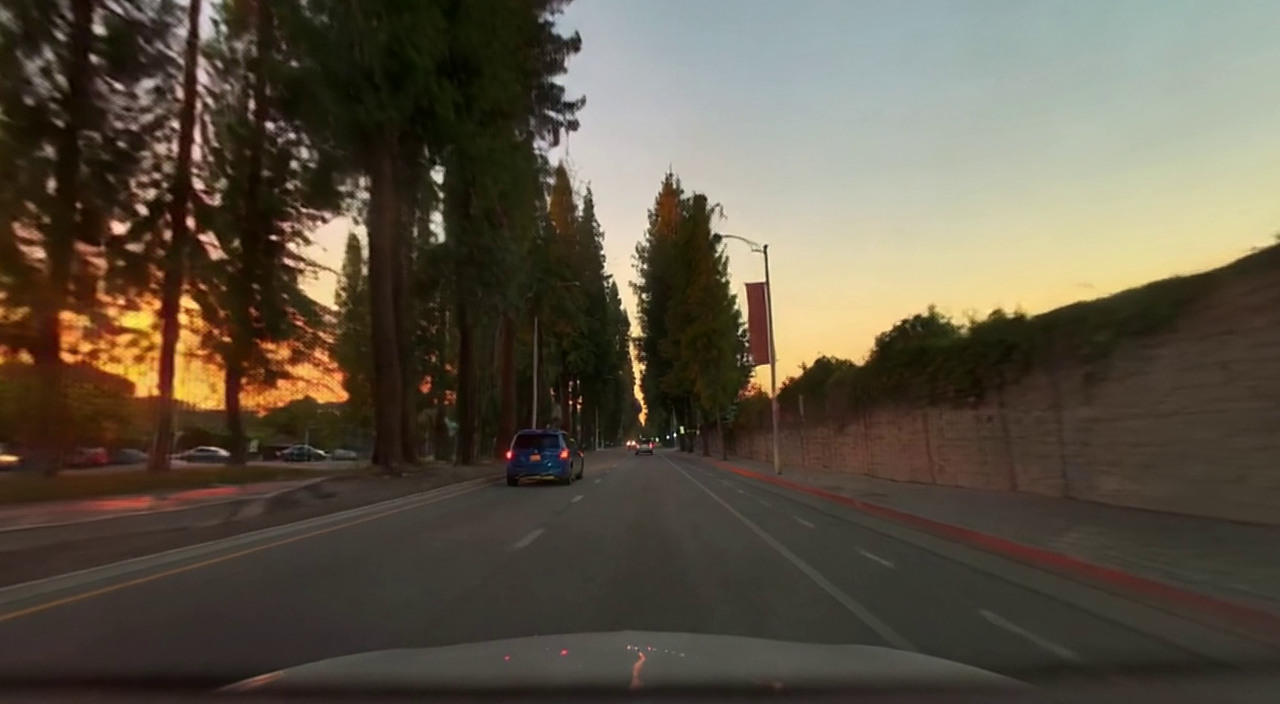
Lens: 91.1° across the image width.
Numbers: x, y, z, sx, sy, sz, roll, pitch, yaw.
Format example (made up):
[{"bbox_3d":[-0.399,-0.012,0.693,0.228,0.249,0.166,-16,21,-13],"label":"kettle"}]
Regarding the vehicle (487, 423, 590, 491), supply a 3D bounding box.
[{"bbox_3d":[-2.969,3.225,19.614,2.281,1.837,4.845,0,-8,1],"label":"vehicle"}]
